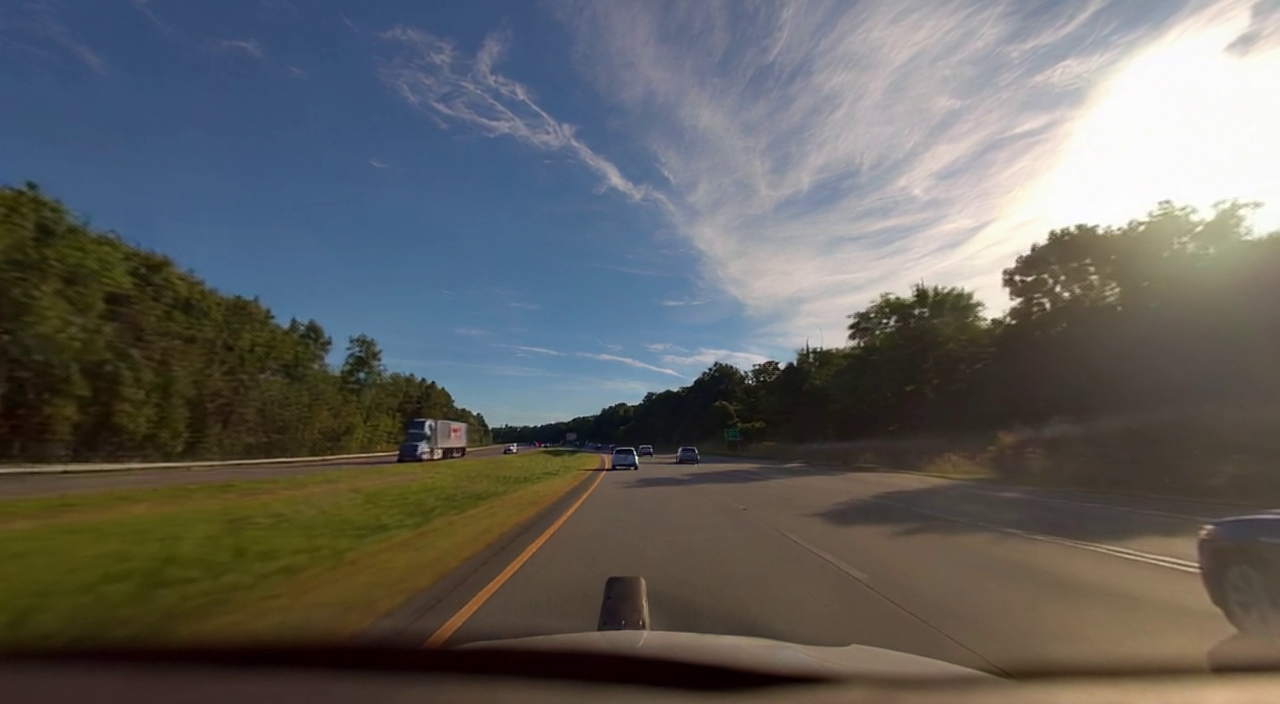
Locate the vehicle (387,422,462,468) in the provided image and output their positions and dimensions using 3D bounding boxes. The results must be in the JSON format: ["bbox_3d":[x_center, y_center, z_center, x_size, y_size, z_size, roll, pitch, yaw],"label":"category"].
[{"bbox_3d":[-12.618,5.560,37.429,2.320,2.442,6.292,-1,-9,-1],"label":"vehicle"}]

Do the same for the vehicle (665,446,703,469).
[{"bbox_3d":[3.000,7.257,43.642,2.008,1.504,4.291,1,-9,-4],"label":"vehicle"}]

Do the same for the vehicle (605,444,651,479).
[{"bbox_3d":[-0.587,5.226,30.222,2.050,1.534,3.771,0,-9,-2],"label":"vehicle"}]

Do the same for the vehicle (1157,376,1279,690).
[{"bbox_3d":[4.356,0.745,2.010,2.013,1.623,3.916,0,-9,0],"label":"vehicle"}]
